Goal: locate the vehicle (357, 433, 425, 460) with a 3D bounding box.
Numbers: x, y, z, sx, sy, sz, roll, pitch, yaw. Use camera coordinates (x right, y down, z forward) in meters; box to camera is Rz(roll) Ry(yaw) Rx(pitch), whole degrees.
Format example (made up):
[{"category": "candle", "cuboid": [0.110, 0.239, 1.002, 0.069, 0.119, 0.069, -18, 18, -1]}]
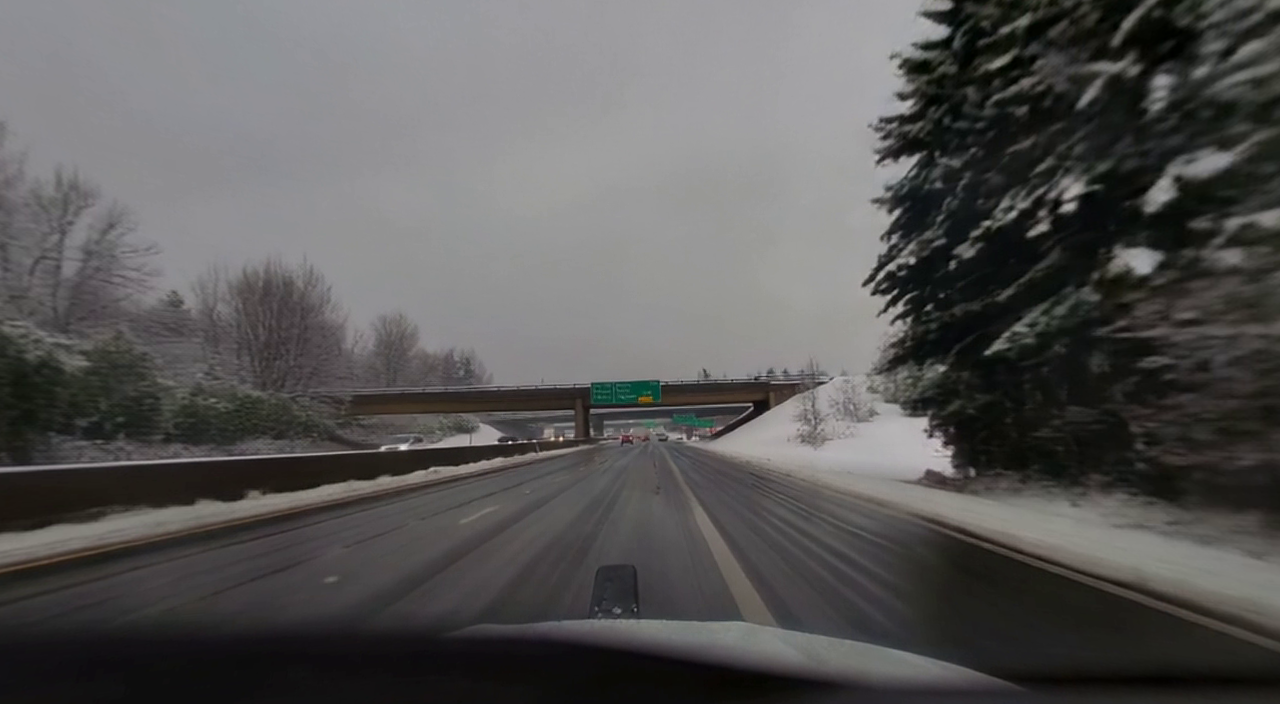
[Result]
[{"category": "vehicle", "cuboid": [-15.299, 5.799, 39.053, 2.223, 1.560, 4.808, 0, -8, 0]}]
